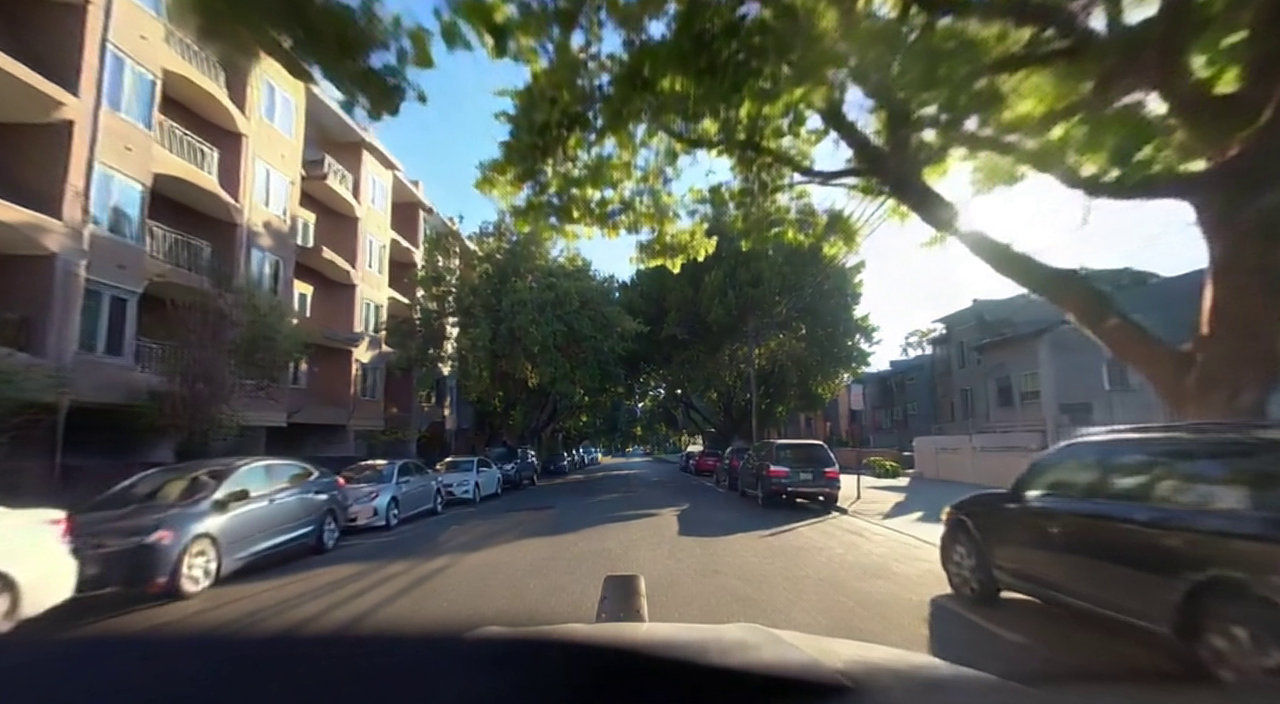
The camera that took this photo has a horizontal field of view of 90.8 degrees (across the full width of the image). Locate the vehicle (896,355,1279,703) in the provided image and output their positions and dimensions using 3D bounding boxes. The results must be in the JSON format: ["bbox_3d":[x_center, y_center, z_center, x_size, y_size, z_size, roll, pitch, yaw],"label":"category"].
[{"bbox_3d":[3.742,1.141,4.172,2.043,1.766,4.846,0,-9,0],"label":"vehicle"}]

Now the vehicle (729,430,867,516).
[{"bbox_3d":[3.751,2.984,16.073,2.082,1.809,4.998,0,-9,-2],"label":"vehicle"}]

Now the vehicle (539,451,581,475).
[{"bbox_3d":[-5.121,7.169,41.001,2.080,1.458,4.511,0,-9,1],"label":"vehicle"}]

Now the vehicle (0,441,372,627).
[{"bbox_3d":[-5.375,1.989,7.970,2.033,1.532,4.823,-3,-9,-2],"label":"vehicle"}]
